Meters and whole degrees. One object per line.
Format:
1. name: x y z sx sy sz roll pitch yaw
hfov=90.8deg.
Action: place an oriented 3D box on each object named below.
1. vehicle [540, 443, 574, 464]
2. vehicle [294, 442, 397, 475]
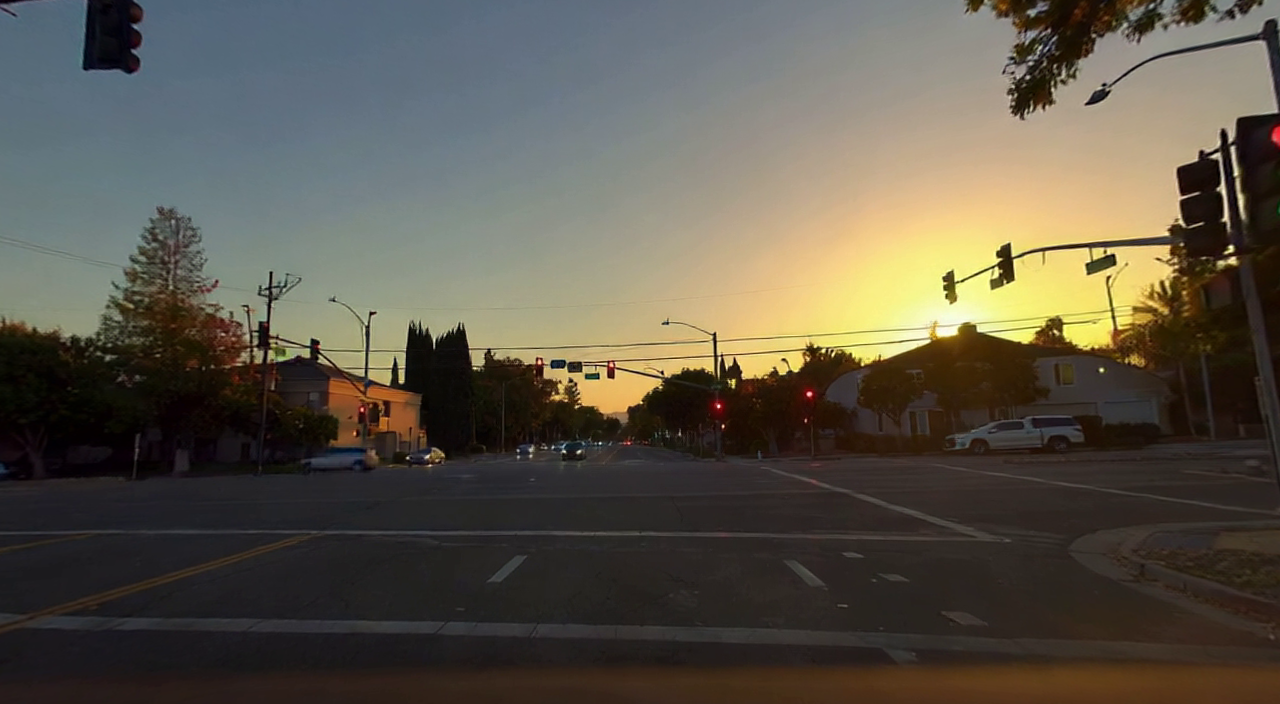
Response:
1. vehicle: -6.141 7.523 47.041 1.936 1.444 4.168 0 -8 0
2. vehicle: -16.128 5.866 34.756 4.706 1.710 1.932 -1 -8 4
